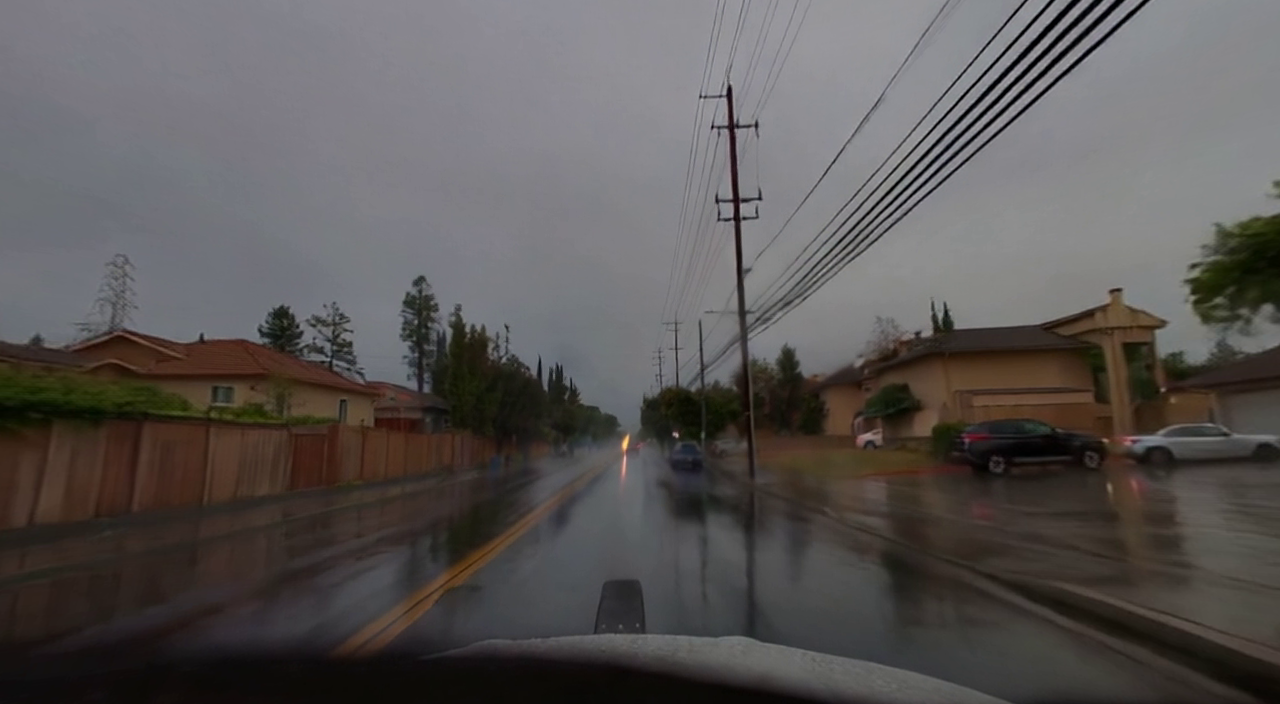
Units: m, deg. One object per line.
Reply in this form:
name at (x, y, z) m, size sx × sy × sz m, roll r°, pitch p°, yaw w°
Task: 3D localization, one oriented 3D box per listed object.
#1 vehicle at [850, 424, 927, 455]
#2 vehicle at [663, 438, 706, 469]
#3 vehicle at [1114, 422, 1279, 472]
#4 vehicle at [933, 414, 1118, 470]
vehicle at (17.725, 6.249, 45.245) m, size 4.457 × 1.780 × 2.170 m, roll -5°, pitch -8°, yaw -1°
vehicle at (2.569, 6.005, 37.510) m, size 2.108 × 1.710 × 4.499 m, roll 0°, pitch -8°, yaw -1°
vehicle at (18.816, 3.141, 20.872) m, size 4.558 × 1.554 × 1.990 m, roll 0°, pitch -9°, yaw 4°
vehicle at (12.630, 2.992, 20.987) m, size 4.701 × 1.745 × 2.083 m, roll -1°, pitch -9°, yaw 2°
